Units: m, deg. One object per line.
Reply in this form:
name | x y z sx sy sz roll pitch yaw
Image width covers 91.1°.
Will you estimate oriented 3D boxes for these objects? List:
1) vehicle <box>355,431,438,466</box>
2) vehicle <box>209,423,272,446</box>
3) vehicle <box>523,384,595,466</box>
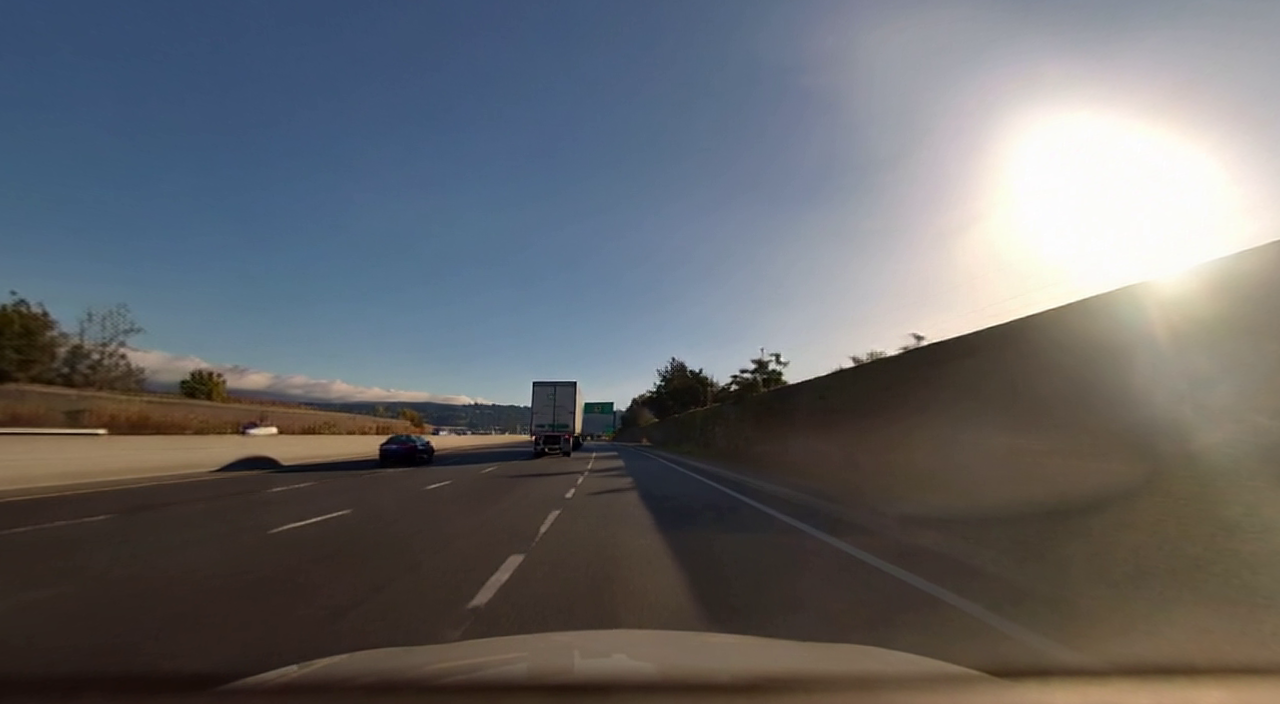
vehicle | -11.579 4.589 30.298 2.138 1.531 4.864 0 -8 -2
vehicle | -28.438 5.911 44.925 1.872 1.586 4.129 0 -8 -1
vehicle | -4.424 4.477 37.235 3.002 3.987 12.477 1 -8 -2
